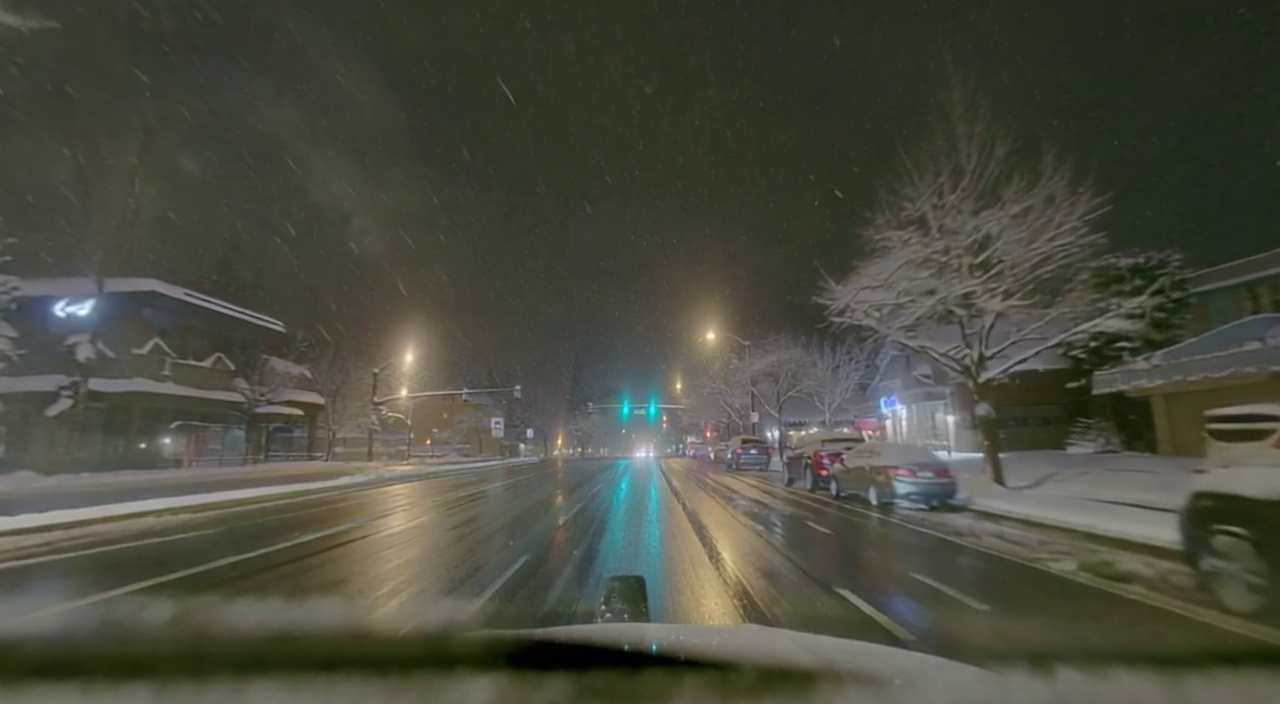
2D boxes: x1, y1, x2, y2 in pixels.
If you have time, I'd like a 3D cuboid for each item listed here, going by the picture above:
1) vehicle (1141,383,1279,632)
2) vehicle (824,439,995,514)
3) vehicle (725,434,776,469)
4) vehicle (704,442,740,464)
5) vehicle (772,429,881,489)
[{"bbox_3d":[5.889,0.934,3.196,2.218,1.842,5.475,0,-9,1],"label":"vehicle"},{"bbox_3d":[6.020,2.828,14.851,1.855,1.463,4.729,0,-9,-1],"label":"vehicle"},{"bbox_3d":[6.136,5.597,35.469,1.931,1.814,4.870,0,-9,0],"label":"vehicle"},{"bbox_3d":[6.210,7.745,48.355,2.057,1.541,4.735,0,-9,-1],"label":"vehicle"},{"bbox_3d":[5.972,3.510,20.920,1.965,1.705,5.114,0,-9,-1],"label":"vehicle"}]
